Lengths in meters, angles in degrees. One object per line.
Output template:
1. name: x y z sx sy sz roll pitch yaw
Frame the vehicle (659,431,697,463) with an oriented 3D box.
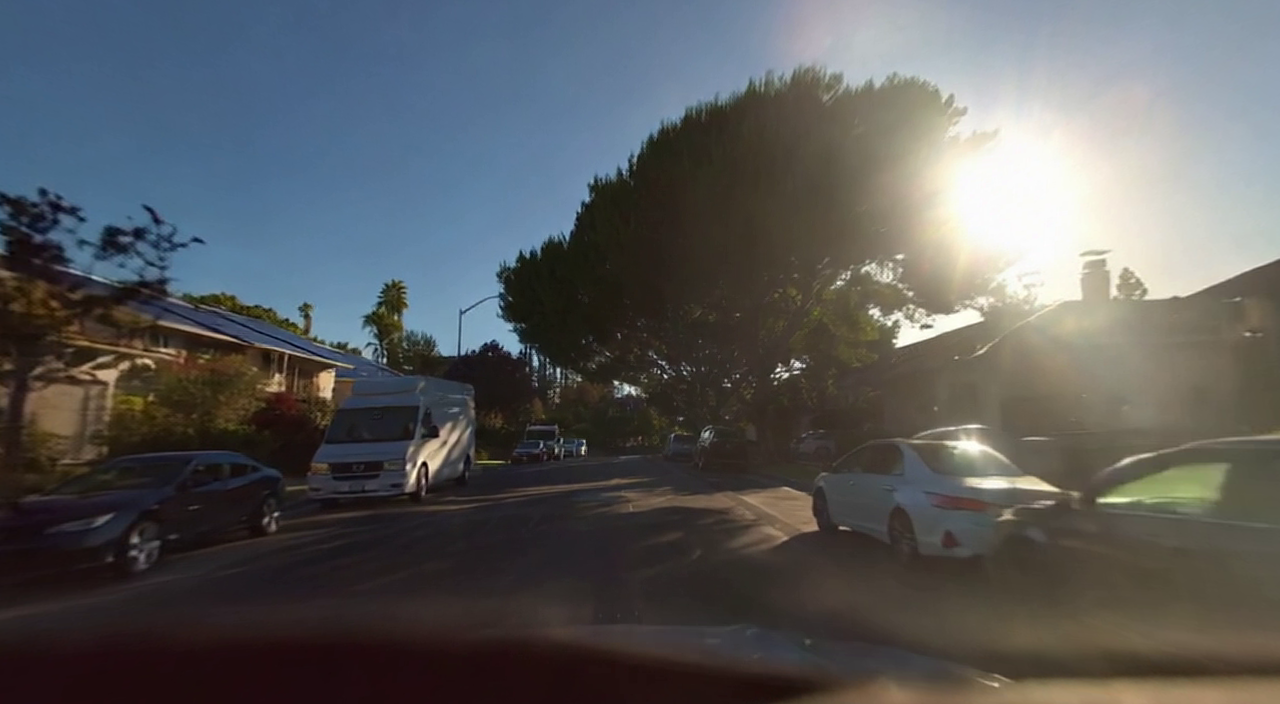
1. vehicle: 2.245 5.765 38.613 1.918 1.815 4.400 0 -8 -2

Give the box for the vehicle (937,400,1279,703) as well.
1. vehicle: 3.555 1.020 3.208 1.867 1.470 4.312 0 -8 -2

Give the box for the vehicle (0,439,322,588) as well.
1. vehicle: -6.263 1.927 8.508 1.921 1.470 4.068 0 -7 -2

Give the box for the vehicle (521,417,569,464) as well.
1. vehicle: -6.045 5.683 40.517 2.408 2.782 3.837 -2 -8 0

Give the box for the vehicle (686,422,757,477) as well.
1. vehicle: 2.930 3.627 23.784 1.965 1.855 4.677 0 -8 -1

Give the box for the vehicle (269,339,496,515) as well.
1. vehicle: -6.248 2.059 17.146 2.896 3.648 8.004 0 -8 -1
